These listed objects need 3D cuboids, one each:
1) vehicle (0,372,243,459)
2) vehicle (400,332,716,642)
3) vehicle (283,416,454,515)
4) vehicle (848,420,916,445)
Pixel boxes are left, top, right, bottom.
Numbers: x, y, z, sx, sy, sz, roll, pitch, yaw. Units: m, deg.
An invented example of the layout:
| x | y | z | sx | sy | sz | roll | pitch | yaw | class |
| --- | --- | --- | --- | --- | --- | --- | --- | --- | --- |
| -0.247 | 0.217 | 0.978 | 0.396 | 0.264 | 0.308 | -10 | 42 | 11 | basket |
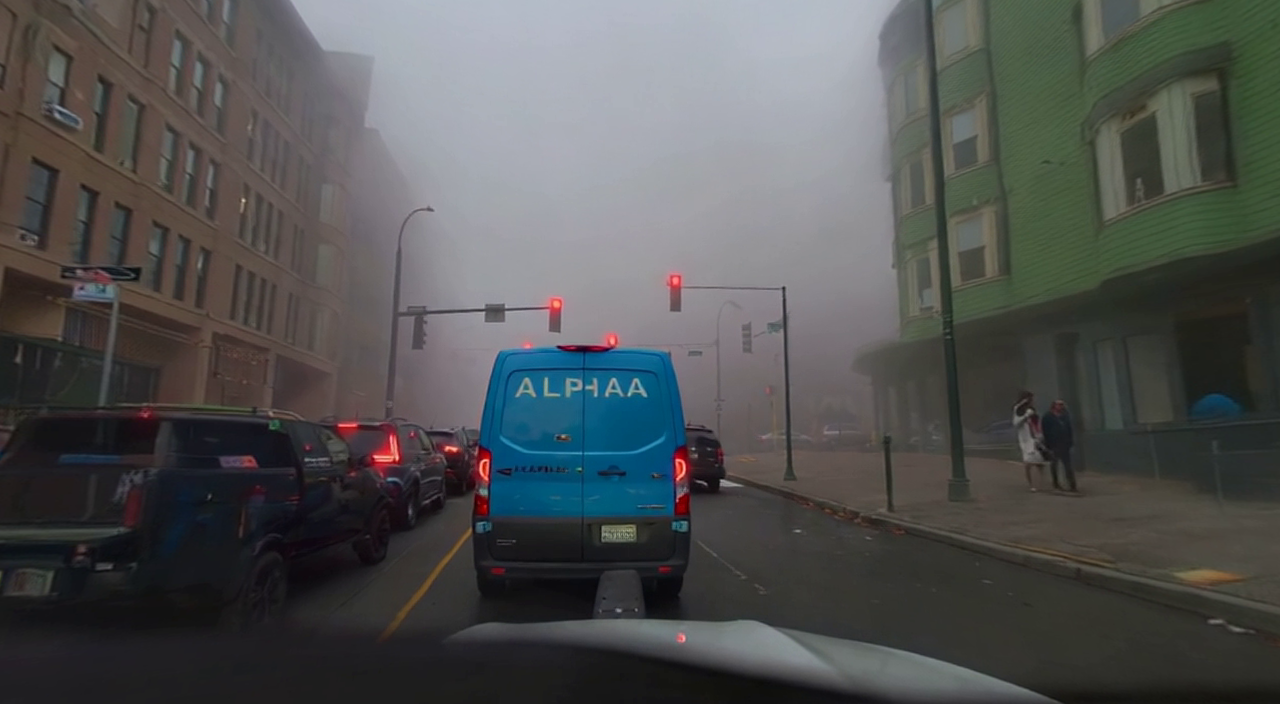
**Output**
| x | y | z | sx | sy | sz | roll | pitch | yaw | class |
| --- | --- | --- | --- | --- | --- | --- | --- | --- | --- |
| -21.017 | 2.573 | 25.098 | 8.088 | 3.213 | 2.801 | 1 | -8 | -10 | vehicle |
| -0.718 | 1.114 | 6.147 | 1.951 | 1.907 | 4.266 | 1 | -8 | -6 | vehicle |
| -4.569 | 1.927 | 11.193 | 1.841 | 1.461 | 3.426 | 1 | -8 | -7 | vehicle |
| 14.183 | 4.708 | 36.952 | 3.381 | 1.391 | 1.529 | 1 | -8 | -10 | vehicle |
